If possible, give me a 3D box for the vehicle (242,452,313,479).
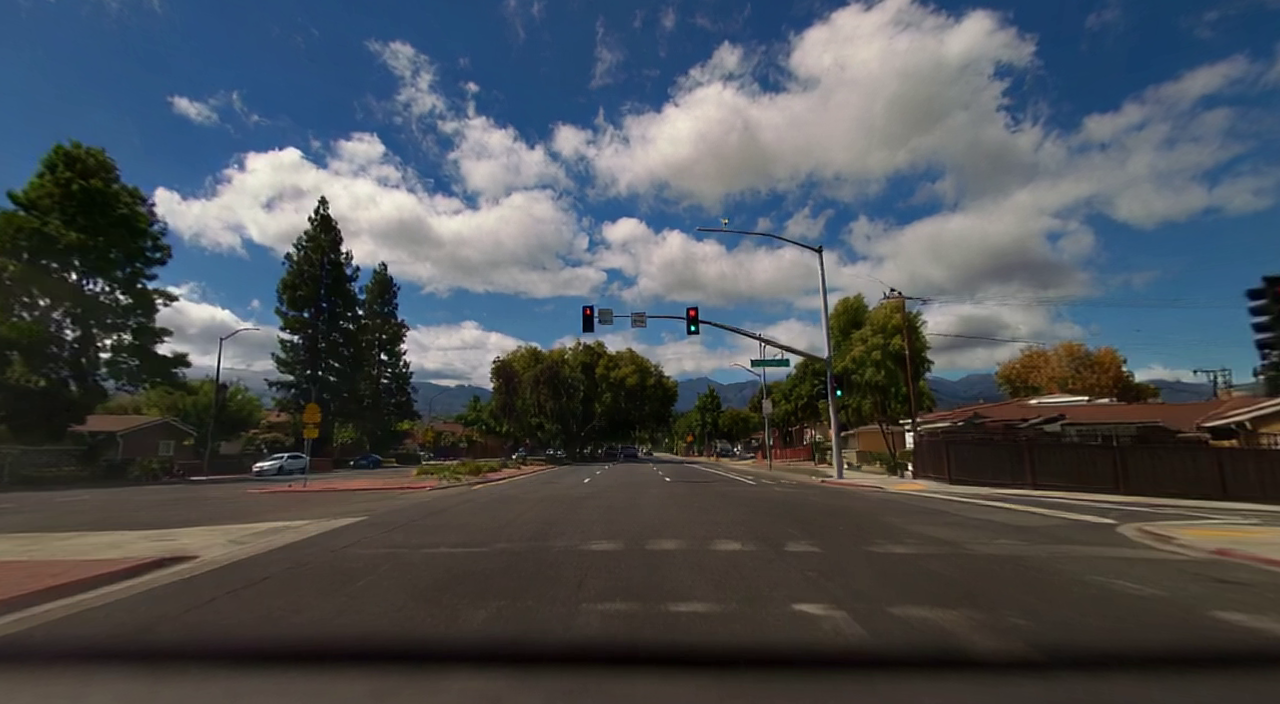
[{"bbox_3d":[-25.286,7.932,44.328,1.908,1.719,4.972,0,-9,1],"label":"vehicle"}]
